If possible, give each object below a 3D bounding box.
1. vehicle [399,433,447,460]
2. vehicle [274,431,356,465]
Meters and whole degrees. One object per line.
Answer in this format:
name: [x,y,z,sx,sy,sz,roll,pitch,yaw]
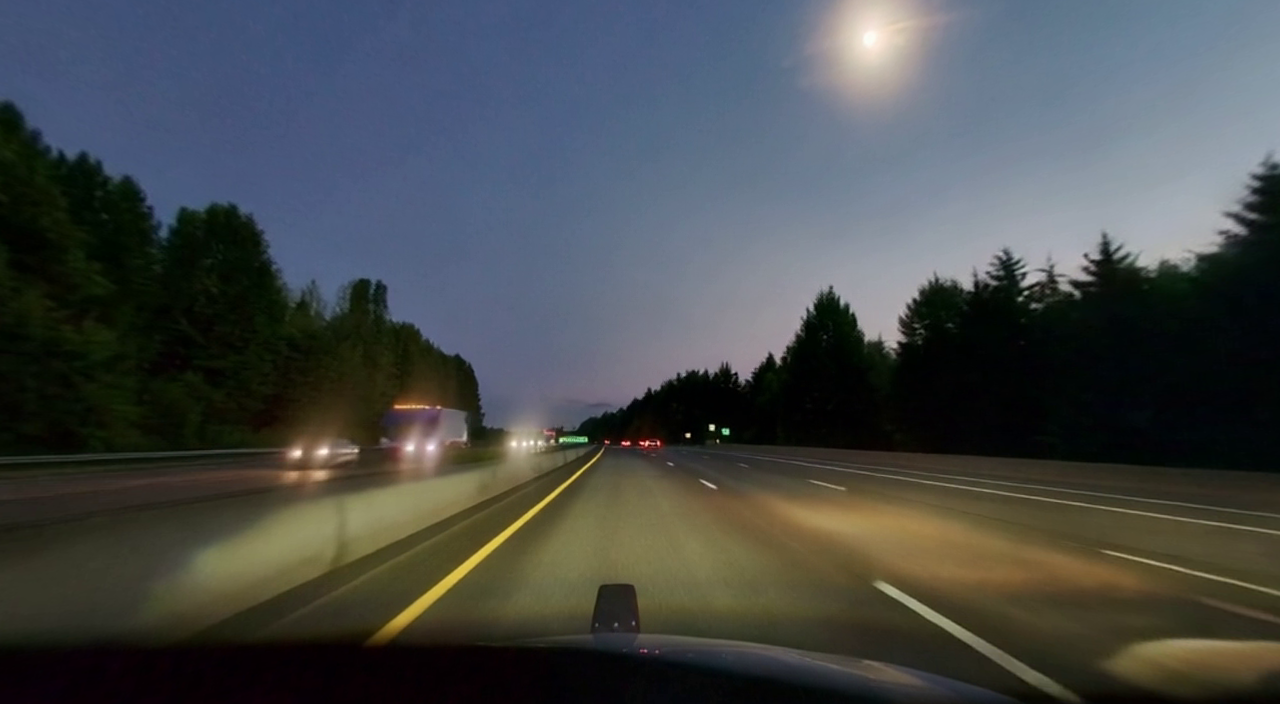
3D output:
vehicle: [-13.288,5.800,38.805,1.781,1.557,3.545,0,-8,-1]
vehicle: [-16.765,4.961,32.780,1.982,1.617,4.393,0,-8,-1]
